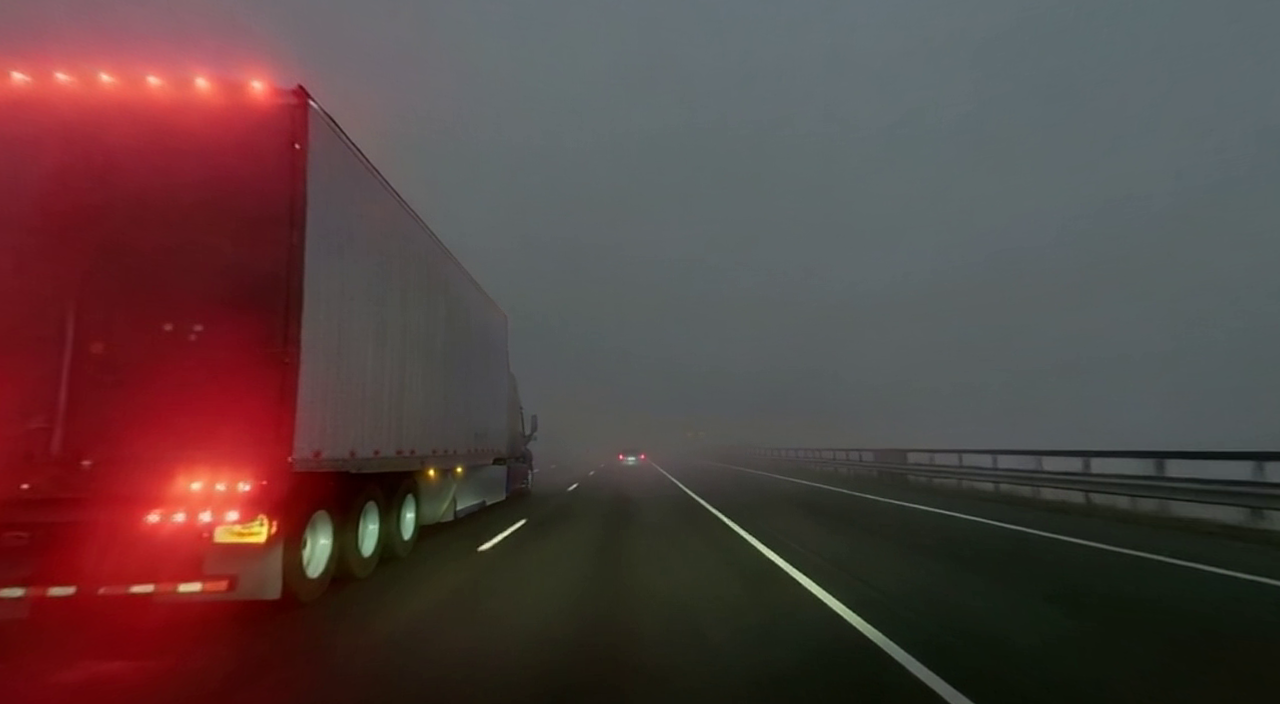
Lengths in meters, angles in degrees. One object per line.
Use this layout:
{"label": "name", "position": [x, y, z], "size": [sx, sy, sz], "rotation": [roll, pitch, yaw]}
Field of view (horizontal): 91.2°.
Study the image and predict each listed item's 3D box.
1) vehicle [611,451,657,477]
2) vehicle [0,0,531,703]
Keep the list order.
{"label": "vehicle", "position": [-0.311, 6.256, 35.385], "size": [2.398, 1.336, 5.698], "rotation": [0, -9, 0]}
{"label": "vehicle", "position": [-3.971, 0.567, 7.697], "size": [2.914, 4.039, 14.493], "rotation": [0, -9, -1]}
